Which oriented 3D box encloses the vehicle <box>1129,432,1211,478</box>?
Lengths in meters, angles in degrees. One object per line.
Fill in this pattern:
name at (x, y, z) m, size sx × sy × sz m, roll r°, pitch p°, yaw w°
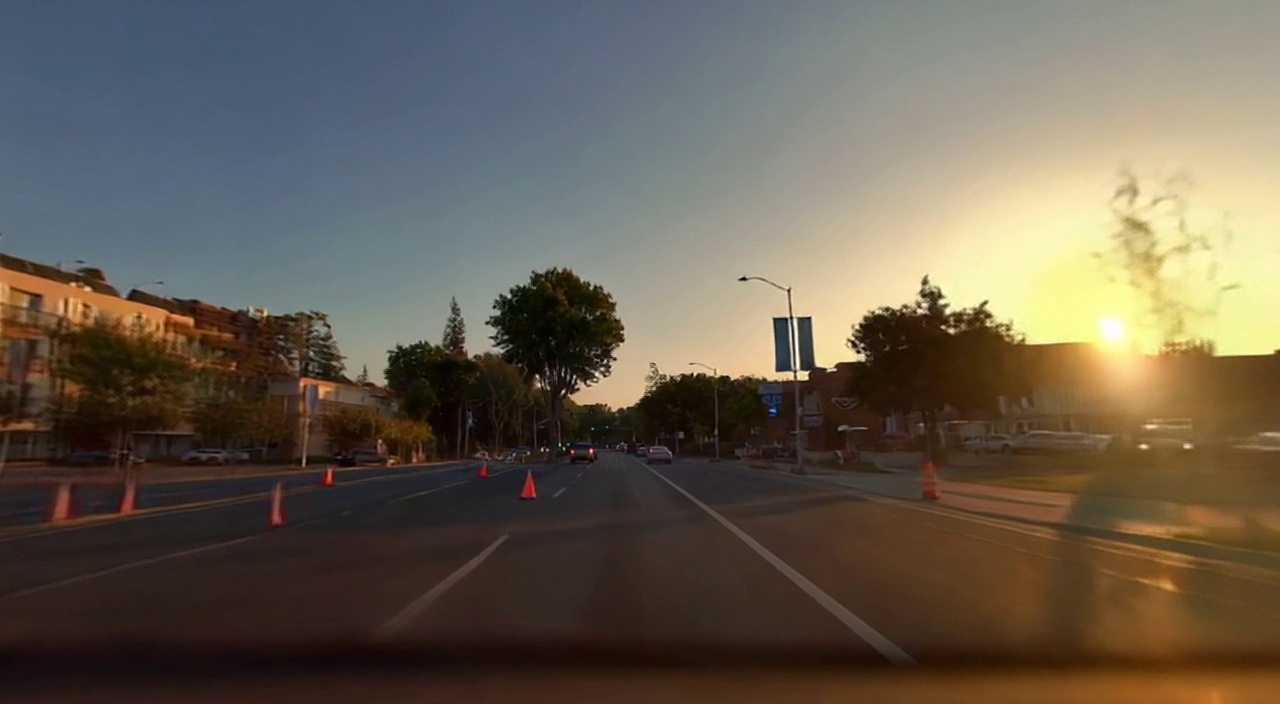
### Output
vehicle at (21.342, 4.103, 25.376) m, size 2.160 × 1.639 × 5.163 m, roll -8°, pitch -11°, yaw 41°
